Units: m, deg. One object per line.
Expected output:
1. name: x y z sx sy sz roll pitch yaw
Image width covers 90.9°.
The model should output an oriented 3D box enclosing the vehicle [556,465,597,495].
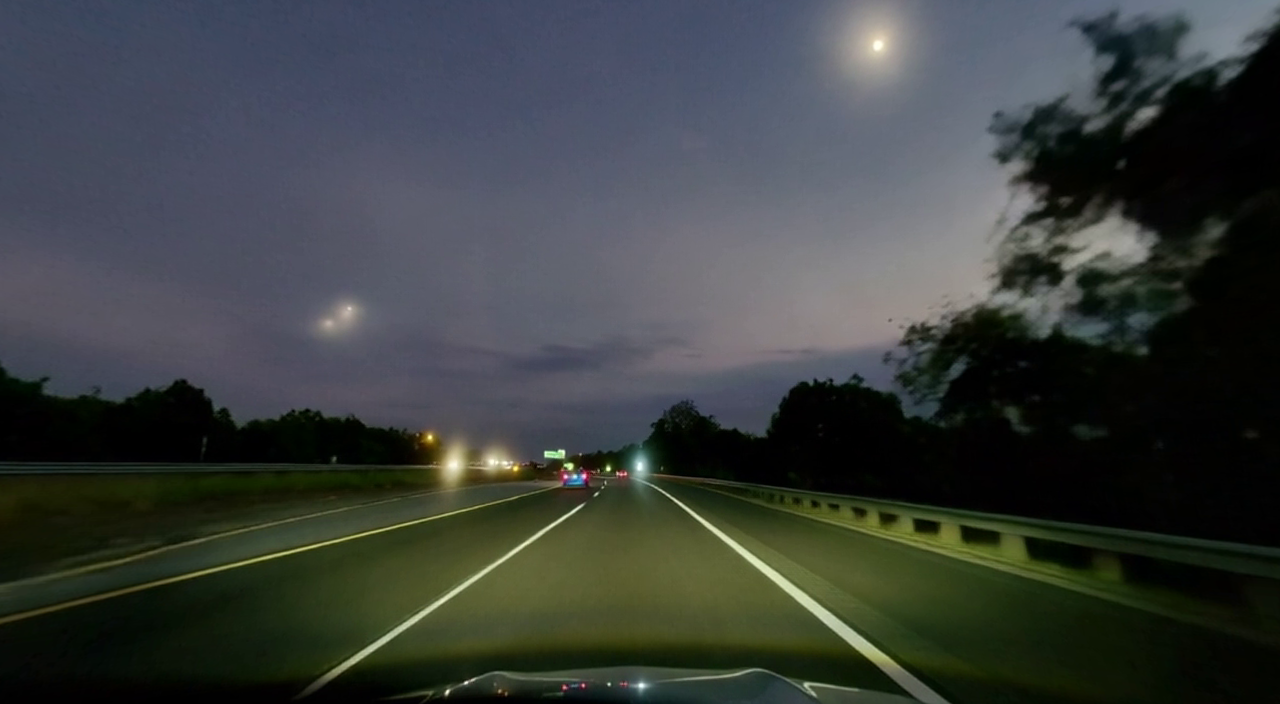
1. vehicle: -3.547 7.274 36.022 1.967 1.556 4.364 1 -10 -1
